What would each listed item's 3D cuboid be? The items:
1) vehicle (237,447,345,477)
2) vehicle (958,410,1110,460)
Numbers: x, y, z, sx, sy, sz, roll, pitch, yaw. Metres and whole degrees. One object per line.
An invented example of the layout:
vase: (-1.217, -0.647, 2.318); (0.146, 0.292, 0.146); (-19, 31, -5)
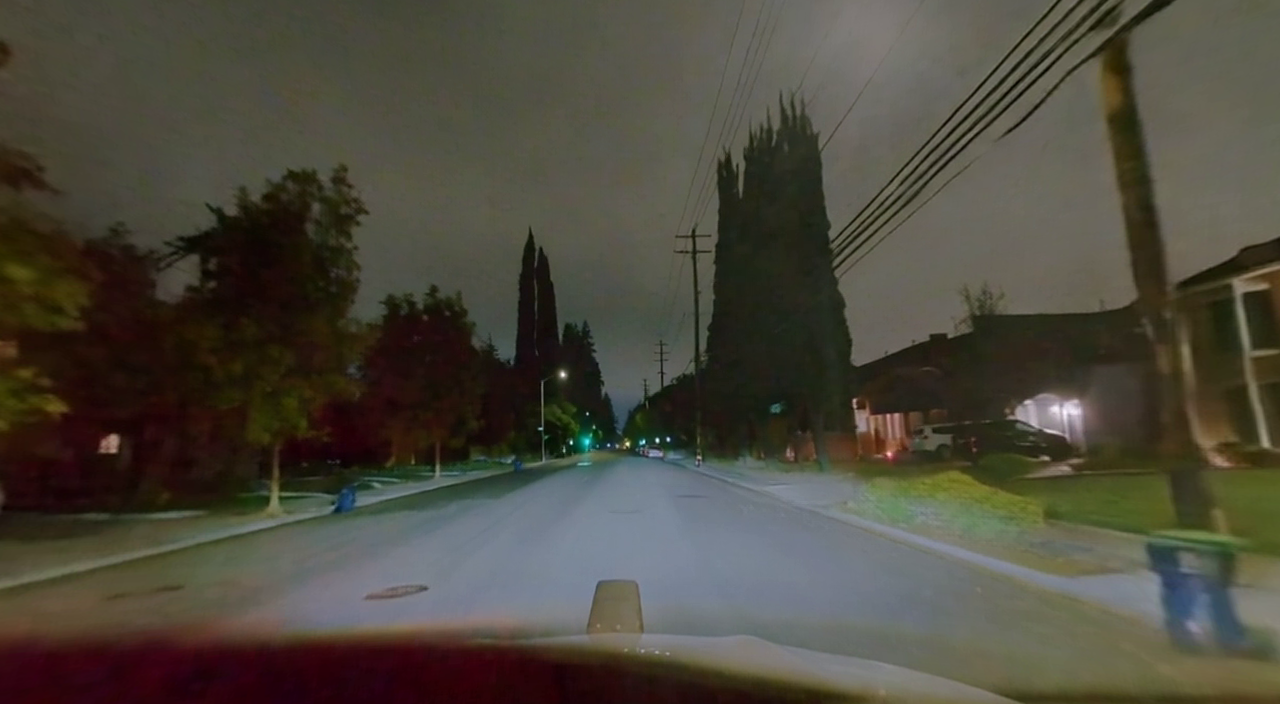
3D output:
vehicle: (-18.079, 5.691, 32.883); (4.519, 1.426, 1.903); (8, -12, -43)
vehicle: (15.113, 3.216, 24.421); (4.562, 1.832, 1.987); (0, -8, -3)
